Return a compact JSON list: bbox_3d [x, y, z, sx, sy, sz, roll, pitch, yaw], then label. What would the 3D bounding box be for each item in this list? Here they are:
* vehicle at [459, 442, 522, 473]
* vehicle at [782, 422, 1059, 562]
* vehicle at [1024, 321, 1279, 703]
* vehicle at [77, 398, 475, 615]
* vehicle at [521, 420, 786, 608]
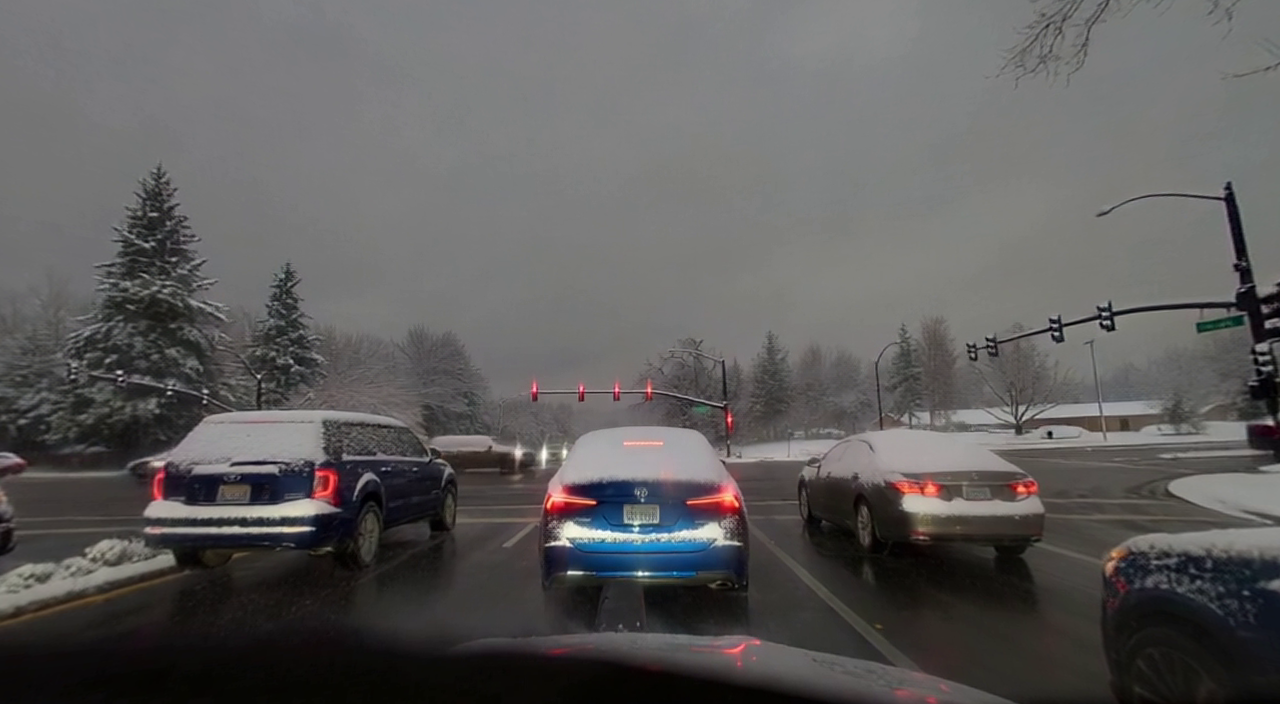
[{"bbox_3d":[-9.276,6.430,38.868,2.447,1.755,5.141,5,-10,-28],"label":"vehicle"},{"bbox_3d":[3.534,1.848,9.064,1.874,1.487,4.404,0,-9,-1],"label":"vehicle"},{"bbox_3d":[3.227,0.621,1.252,2.178,1.691,4.314,0,-9,0],"label":"vehicle"},{"bbox_3d":[-3.420,1.535,7.160,1.958,1.693,4.242,0,-9,0],"label":"vehicle"},{"bbox_3d":[0.051,1.600,7.139,2.114,1.482,4.056,0,-9,-2],"label":"vehicle"}]
